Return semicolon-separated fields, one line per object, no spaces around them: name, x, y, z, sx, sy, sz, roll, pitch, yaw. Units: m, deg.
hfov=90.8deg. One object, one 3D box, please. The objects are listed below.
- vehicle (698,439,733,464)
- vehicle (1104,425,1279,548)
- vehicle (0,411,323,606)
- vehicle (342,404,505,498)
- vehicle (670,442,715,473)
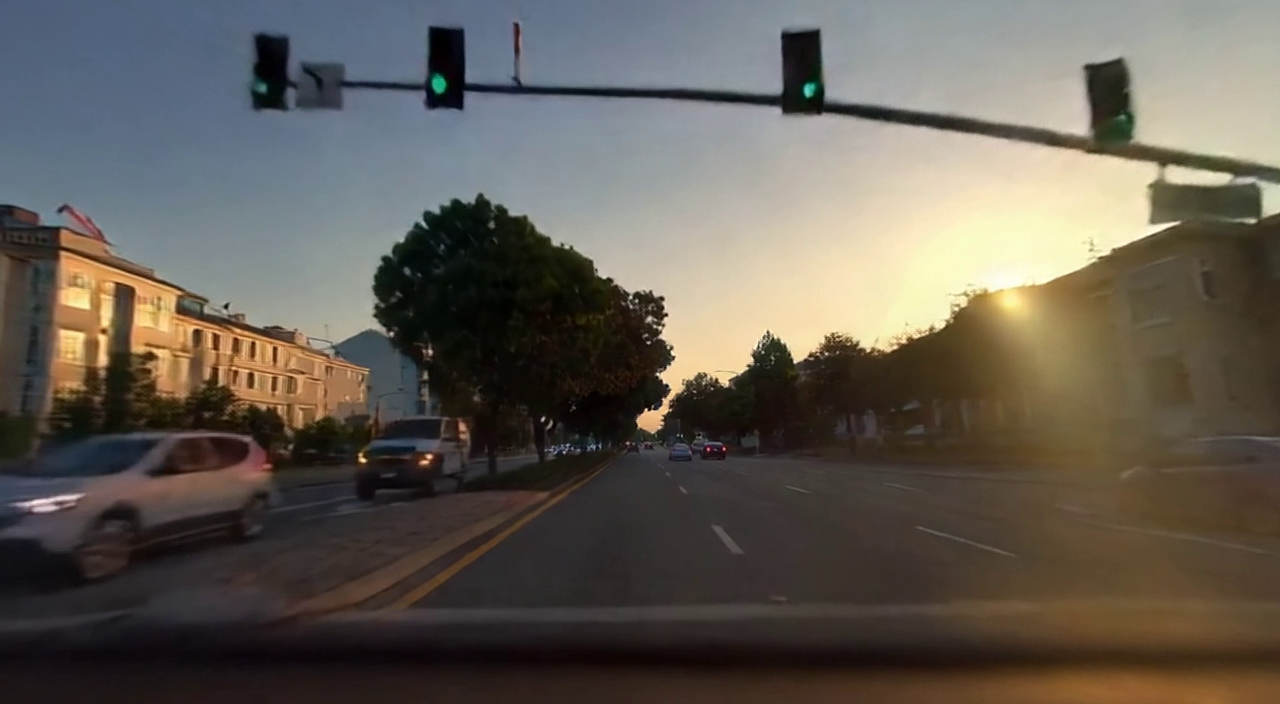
vehicle;5.712;7.584;48.224;1.946;1.773;4.641;0;-8;-2
vehicle;9.398;1.918;9.274;1.798;1.621;4.304;0;-8;-1
vehicle;-5.659;1.588;7.170;1.986;1.502;4.224;-4;-8;0
vehicle;-5.697;2.752;17.771;2.425;2.167;5.888;0;-8;1
vehicle;2.766;5.688;34.275;1.917;1.538;4.259;0;-8;-2
